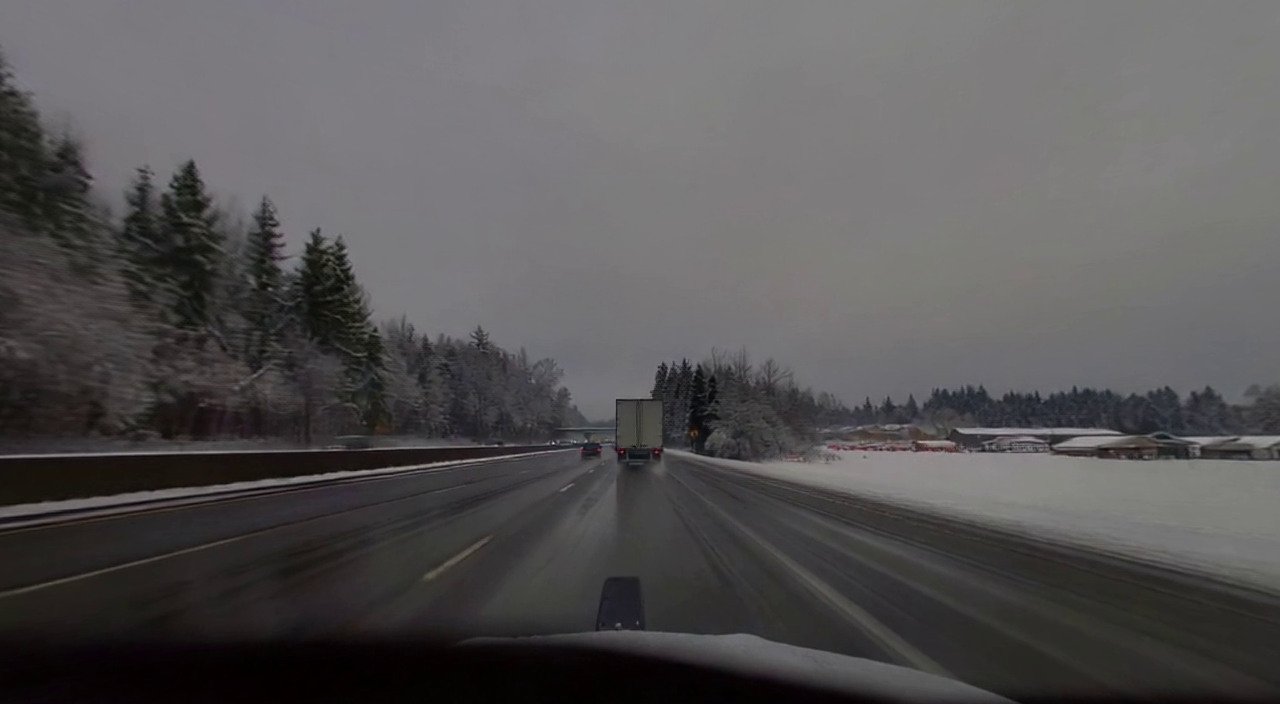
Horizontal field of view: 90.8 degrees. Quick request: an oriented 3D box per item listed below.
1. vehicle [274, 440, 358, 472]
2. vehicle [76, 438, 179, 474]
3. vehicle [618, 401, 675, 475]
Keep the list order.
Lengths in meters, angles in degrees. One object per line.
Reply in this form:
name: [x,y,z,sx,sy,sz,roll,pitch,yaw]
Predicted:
vehicle: [-16.465,5.326,32.350,1.897,1.491,4.483,0,-9,0]
vehicle: [-22.750,4.639,28.178,1.681,1.456,3.484,0,-9,-1]
vehicle: [0.209,5.438,38.883,2.976,3.800,12.335,0,-9,-1]
